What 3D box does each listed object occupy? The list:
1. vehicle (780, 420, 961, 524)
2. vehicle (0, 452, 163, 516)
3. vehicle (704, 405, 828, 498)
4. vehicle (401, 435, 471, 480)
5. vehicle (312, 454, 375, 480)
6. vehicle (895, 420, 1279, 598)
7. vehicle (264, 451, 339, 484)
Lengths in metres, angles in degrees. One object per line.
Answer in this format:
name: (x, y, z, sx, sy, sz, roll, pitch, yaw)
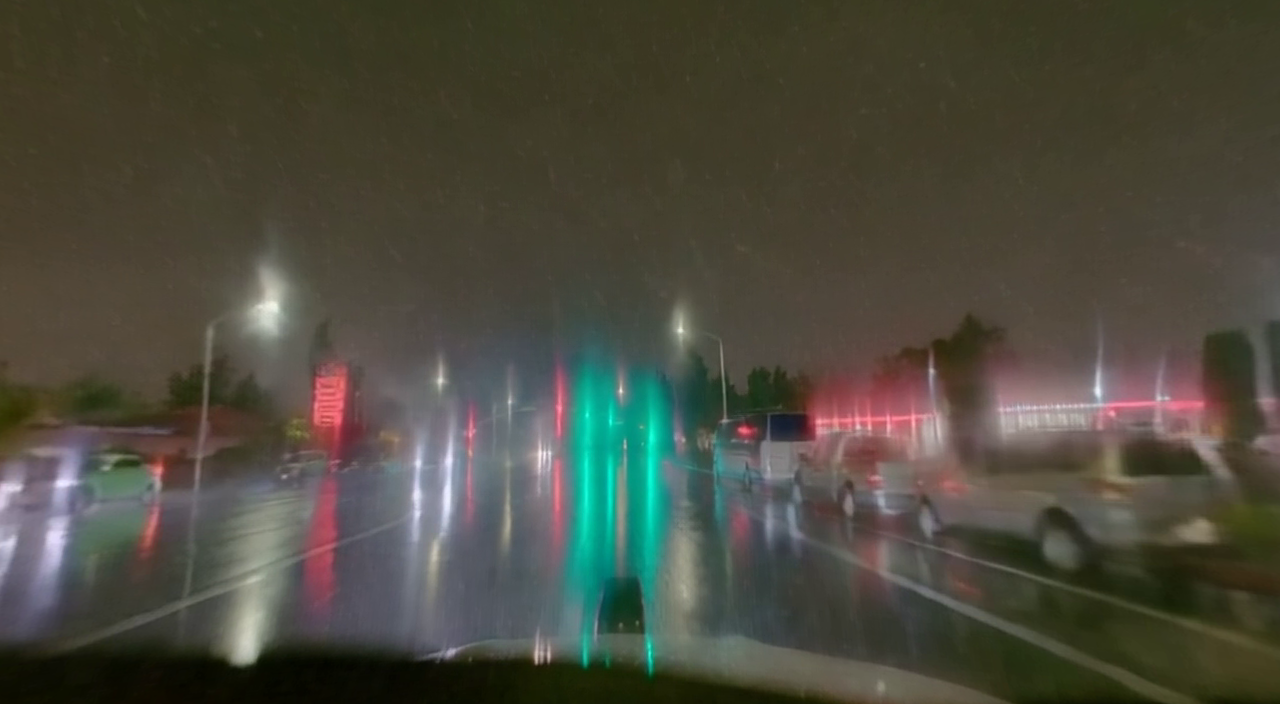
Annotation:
vehicle: (5.111, 2.749, 14.972, 2.002, 2.010, 5.145, 1, -9, -4)
vehicle: (-17.512, 4.024, 19.677, 1.928, 1.718, 4.279, 0, -9, -3)
vehicle: (4.335, 3.582, 23.205, 2.739, 2.866, 6.142, -1, -7, -5)
vehicle: (-10.077, 5.255, 31.574, 2.235, 2.023, 4.923, 1, -9, -5)
vehicle: (-19.025, 7.376, 40.651, 1.906, 1.509, 4.834, 0, -9, -2)
vehicle: (5.570, 1.923, 8.650, 1.952, 1.771, 4.385, 1, -9, -5)
vehicle: (-18.582, 6.328, 34.796, 2.021, 1.695, 4.372, 1, -9, -5)
